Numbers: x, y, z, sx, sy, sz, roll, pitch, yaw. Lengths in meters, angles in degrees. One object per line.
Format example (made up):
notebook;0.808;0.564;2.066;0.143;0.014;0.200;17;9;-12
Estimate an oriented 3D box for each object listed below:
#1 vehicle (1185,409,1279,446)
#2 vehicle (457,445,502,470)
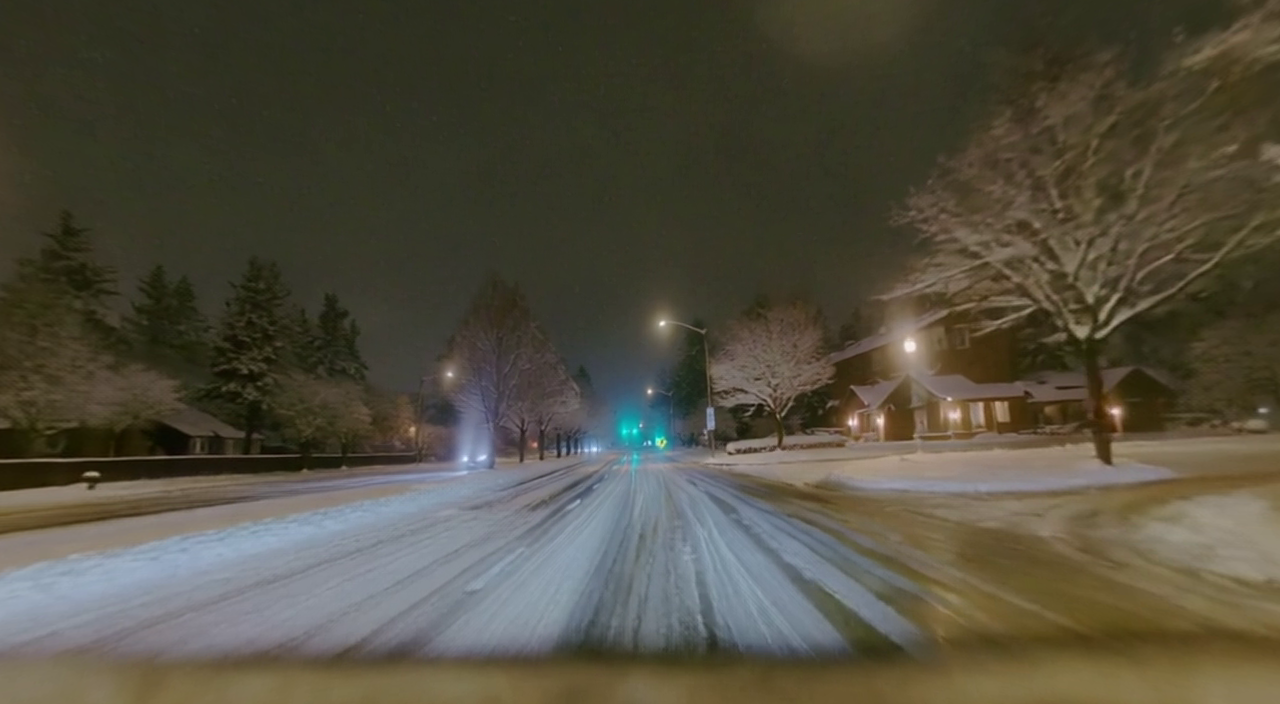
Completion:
vehicle;24.982;3.134;25.971;1.753;1.379;3.764;-2;-9;1
vehicle;-11.685;7.649;46.274;2.070;1.669;4.576;-1;-8;1
